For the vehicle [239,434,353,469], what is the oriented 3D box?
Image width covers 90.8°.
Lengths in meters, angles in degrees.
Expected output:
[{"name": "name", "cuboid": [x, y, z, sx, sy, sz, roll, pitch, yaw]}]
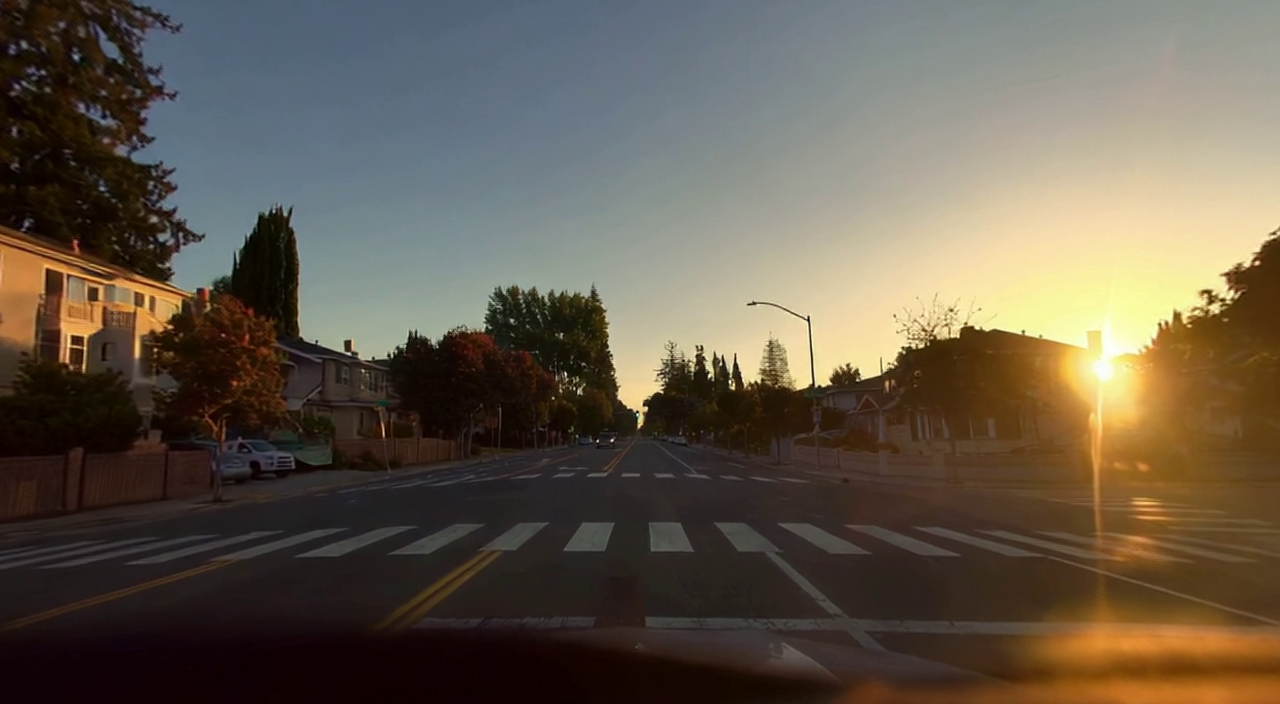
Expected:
[{"name": "vehicle", "cuboid": [-17.956, 5.224, 33.151, 4.743, 1.734, 1.994, 0, -9, 0]}]

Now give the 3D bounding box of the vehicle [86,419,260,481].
[{"name": "vehicle", "cuboid": [-17.938, 3.810, 24.503, 4.800, 2.259, 2.303, 0, -9, 0]}]

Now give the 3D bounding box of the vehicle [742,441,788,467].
[{"name": "vehicle", "cuboid": [8.004, 6.574, 40.891, 2.029, 1.554, 4.705, 0, -9, 1]}]
